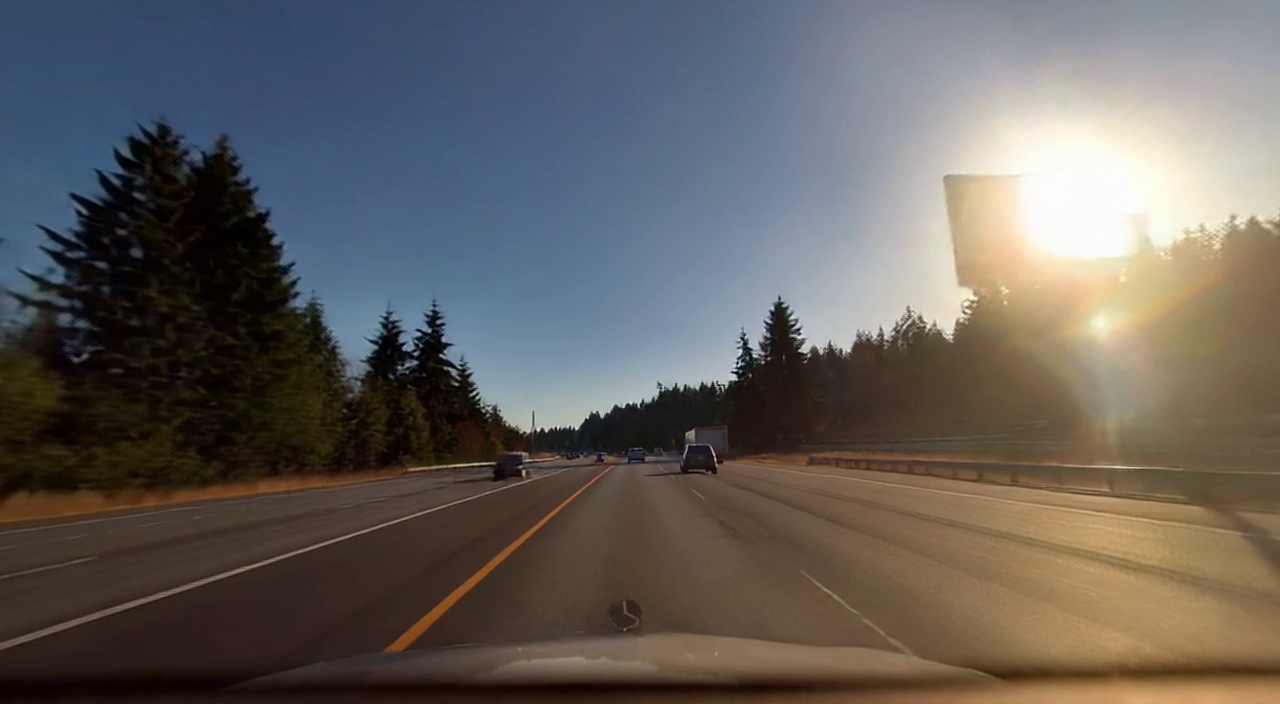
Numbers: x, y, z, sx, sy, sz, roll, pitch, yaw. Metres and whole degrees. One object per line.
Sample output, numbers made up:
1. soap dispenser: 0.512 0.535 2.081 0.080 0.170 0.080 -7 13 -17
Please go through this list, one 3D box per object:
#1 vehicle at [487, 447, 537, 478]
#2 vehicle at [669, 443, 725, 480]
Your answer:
1. vehicle: -7.621 6.591 37.784 2.078 1.677 4.402 0 -9 0
2. vehicle: 2.668 5.284 30.624 2.123 1.620 4.959 0 -9 -1
